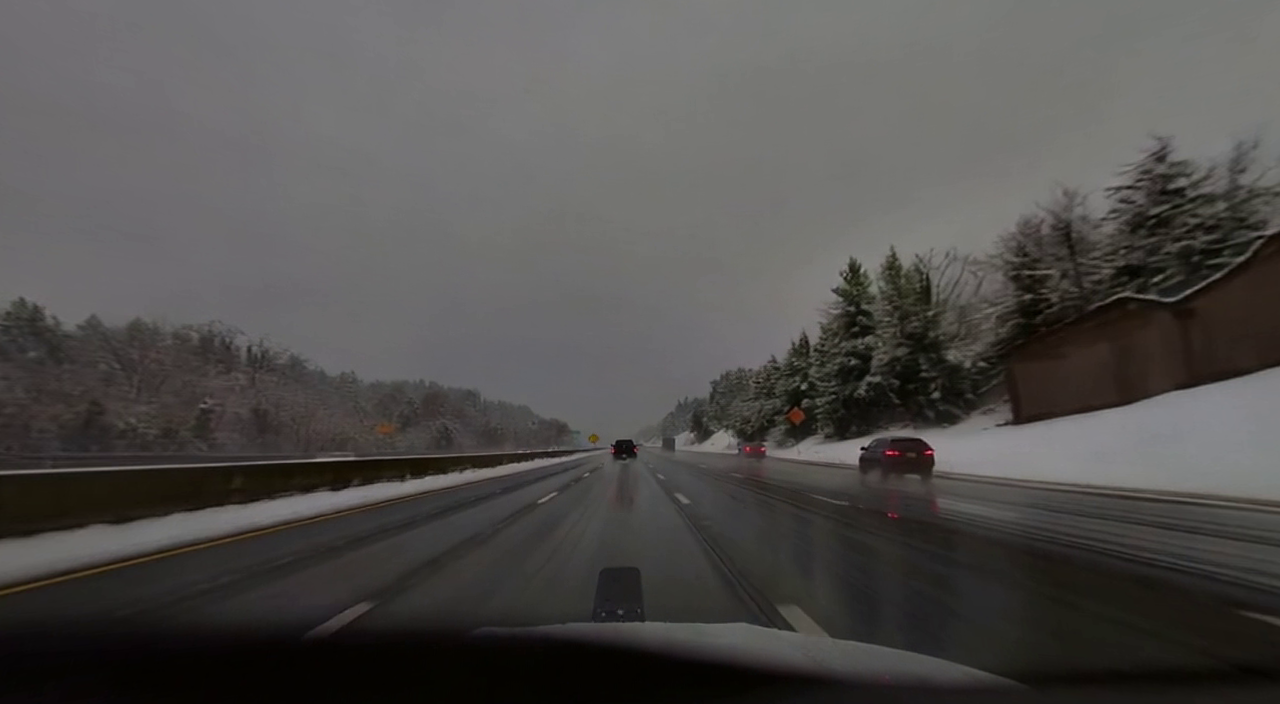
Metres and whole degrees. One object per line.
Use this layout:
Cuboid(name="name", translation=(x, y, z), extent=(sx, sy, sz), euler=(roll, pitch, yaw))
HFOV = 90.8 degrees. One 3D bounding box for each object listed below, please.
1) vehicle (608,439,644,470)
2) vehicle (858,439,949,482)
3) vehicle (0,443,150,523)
Cuboid(name="vehicle", translation=(-0.835, 6.277, 38.801), extent=(2.121, 1.739, 4.087), euler=(0, -9, -1))
Cuboid(name="vehicle", translation=(11.195, 4.631, 27.214), extent=(1.912, 1.673, 4.438), euler=(0, -9, -1))
Cuboid(name="vehicle", translation=(-11.400, 2.429, 12.112), extent=(1.416, 1.326, 3.186), euler=(0, -9, -1))
